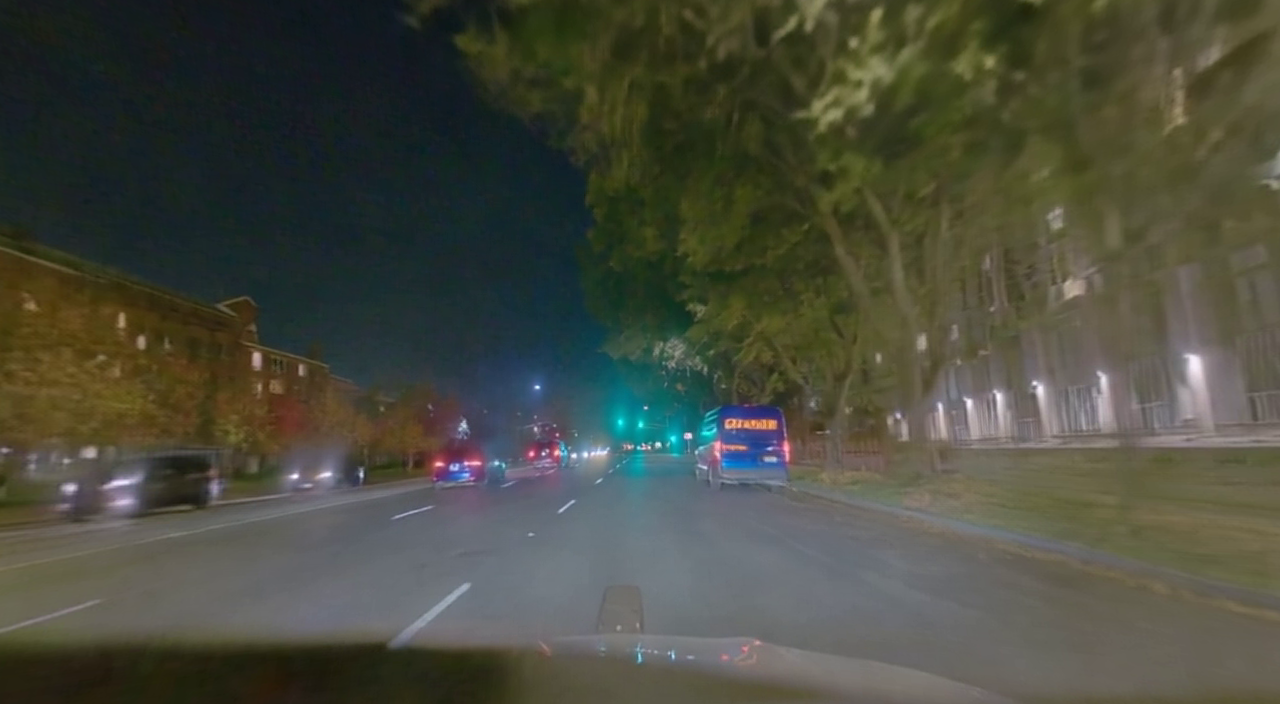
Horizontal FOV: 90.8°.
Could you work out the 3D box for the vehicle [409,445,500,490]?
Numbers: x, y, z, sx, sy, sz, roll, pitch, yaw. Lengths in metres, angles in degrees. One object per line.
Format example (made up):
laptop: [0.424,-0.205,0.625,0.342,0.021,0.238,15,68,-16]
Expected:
vehicle: [-6.653,4.201,23.223,1.970,1.456,4.441,0,-9,1]

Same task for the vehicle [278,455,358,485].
vehicle: [-18.019,6.584,35.611,1.974,1.525,4.738,0,-9,0]

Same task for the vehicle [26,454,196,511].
vehicle: [-17.875,4.375,21.726,1.945,1.702,4.438,-1,-9,0]

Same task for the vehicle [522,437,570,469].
vehicle: [-6.343,6.914,43.426,2.332,2.039,5.678,-1,-9,1]

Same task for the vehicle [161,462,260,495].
vehicle: [-21.697,6.374,32.155,1.832,1.443,4.614,0,-9,-1]

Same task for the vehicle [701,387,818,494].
vehicle: [3.640,2.900,20.440,2.791,3.026,4.668,0,-9,0]
